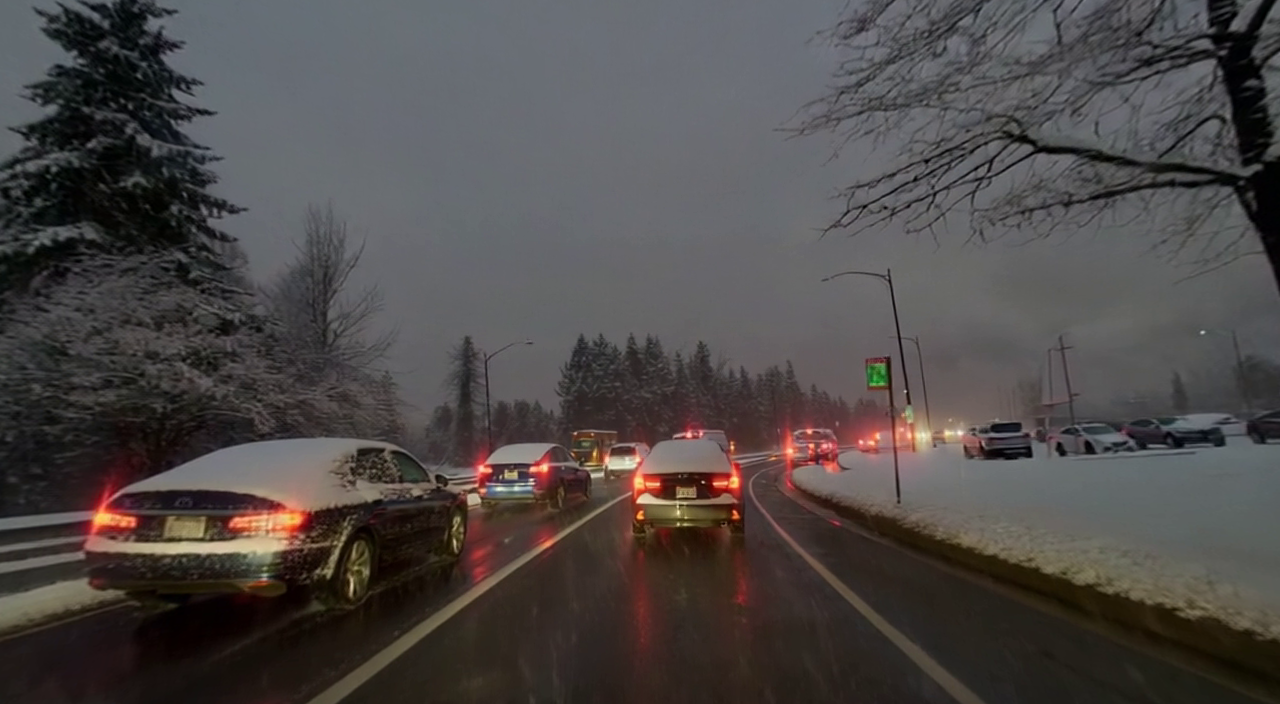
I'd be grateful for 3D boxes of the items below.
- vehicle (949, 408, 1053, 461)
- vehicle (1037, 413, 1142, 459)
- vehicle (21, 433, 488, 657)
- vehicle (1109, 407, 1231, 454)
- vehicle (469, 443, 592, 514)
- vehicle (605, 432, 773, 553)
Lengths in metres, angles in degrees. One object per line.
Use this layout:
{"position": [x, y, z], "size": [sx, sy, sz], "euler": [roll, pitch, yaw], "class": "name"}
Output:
{"position": [14.551, 3.417, 25.735], "size": [2.288, 1.933, 4.612], "euler": [-2, -9, 12], "class": "vehicle"}
{"position": [17.930, 3.396, 25.358], "size": [1.803, 1.518, 3.893], "euler": [-7, -9, 10], "class": "vehicle"}
{"position": [-3.201, 1.650, 6.519], "size": [1.940, 1.502, 4.241], "euler": [-1, -9, 4], "class": "vehicle"}
{"position": [20.551, 3.094, 24.643], "size": [1.902, 1.529, 3.937], "euler": [-7, -9, 13], "class": "vehicle"}
{"position": [-2.501, 3.006, 15.520], "size": [1.870, 1.490, 4.187], "euler": [-1, -9, 6], "class": "vehicle"}
{"position": [0.752, 2.113, 10.174], "size": [2.142, 1.528, 4.133], "euler": [-1, -9, 4], "class": "vehicle"}
